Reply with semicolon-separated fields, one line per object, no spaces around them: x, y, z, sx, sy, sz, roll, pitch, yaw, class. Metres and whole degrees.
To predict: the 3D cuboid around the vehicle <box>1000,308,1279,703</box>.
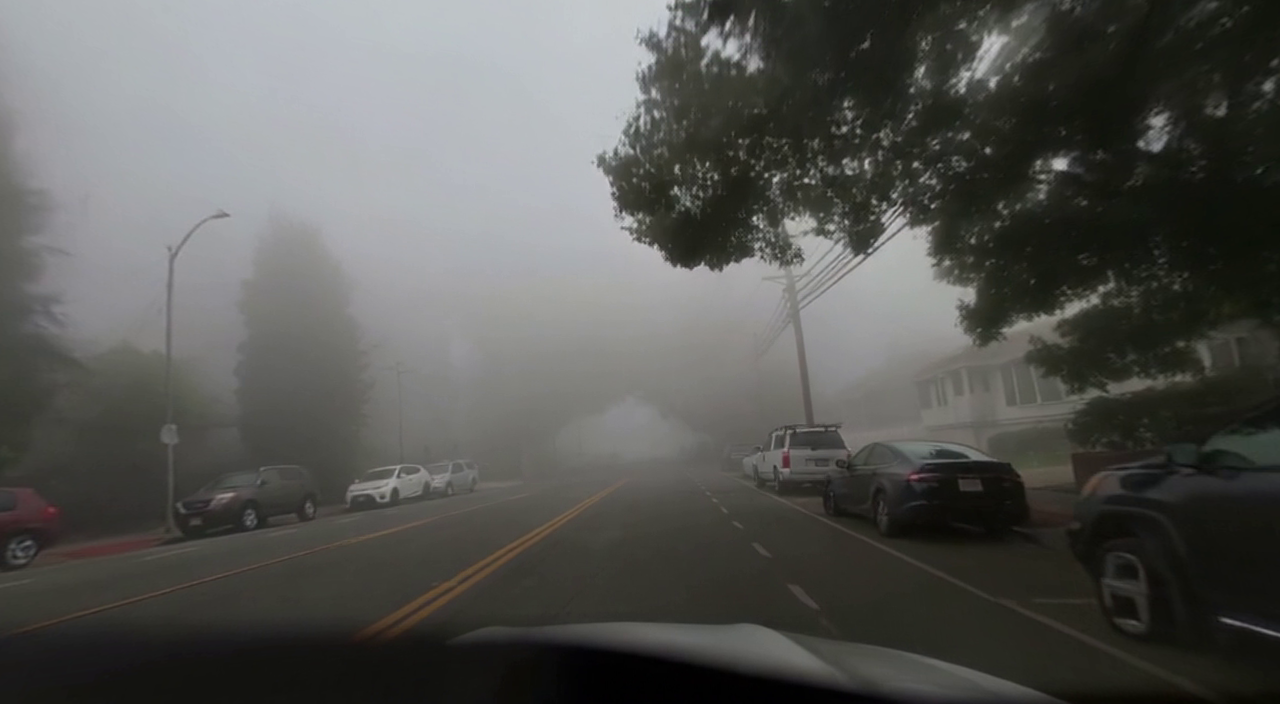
3.969;0.674;2.371;2.199;1.885;5.461;-1;-8;3;vehicle

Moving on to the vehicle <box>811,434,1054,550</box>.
4.516;2.212;10.861;1.927;1.483;5.100;-1;-8;3;vehicle

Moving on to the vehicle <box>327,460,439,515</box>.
-10.343;5.469;26.006;2.089;1.837;5.499;-1;-8;3;vehicle

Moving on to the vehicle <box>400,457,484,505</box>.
-9.822;6.415;32.017;2.282;2.060;5.738;-1;-8;1;vehicle

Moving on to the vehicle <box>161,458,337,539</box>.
-10.716;3.995;17.814;1.937;1.837;4.414;-1;-8;3;vehicle

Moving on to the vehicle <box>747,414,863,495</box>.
4.964;3.198;20.051;2.330;2.160;5.550;-1;-8;2;vehicle
